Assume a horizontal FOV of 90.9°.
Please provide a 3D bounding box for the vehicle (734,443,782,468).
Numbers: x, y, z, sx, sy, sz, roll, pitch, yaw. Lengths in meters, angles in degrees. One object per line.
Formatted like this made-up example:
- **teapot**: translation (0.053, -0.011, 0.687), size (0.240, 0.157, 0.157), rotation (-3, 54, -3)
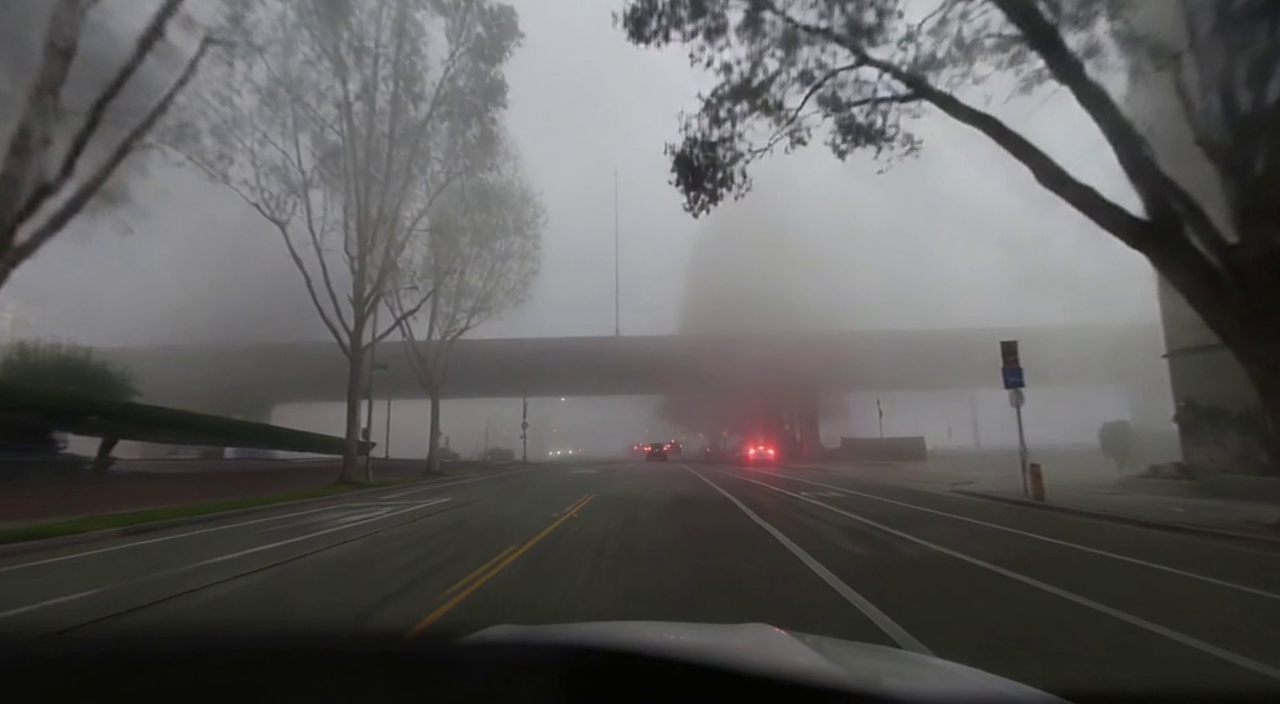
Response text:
- **vehicle**: translation (7.270, 6.413, 39.334), size (2.035, 1.435, 4.481), rotation (0, -9, -1)

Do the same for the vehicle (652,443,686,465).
- **vehicle**: translation (2.049, 7.201, 44.794), size (2.280, 1.475, 4.051), rotation (0, -9, 2)
